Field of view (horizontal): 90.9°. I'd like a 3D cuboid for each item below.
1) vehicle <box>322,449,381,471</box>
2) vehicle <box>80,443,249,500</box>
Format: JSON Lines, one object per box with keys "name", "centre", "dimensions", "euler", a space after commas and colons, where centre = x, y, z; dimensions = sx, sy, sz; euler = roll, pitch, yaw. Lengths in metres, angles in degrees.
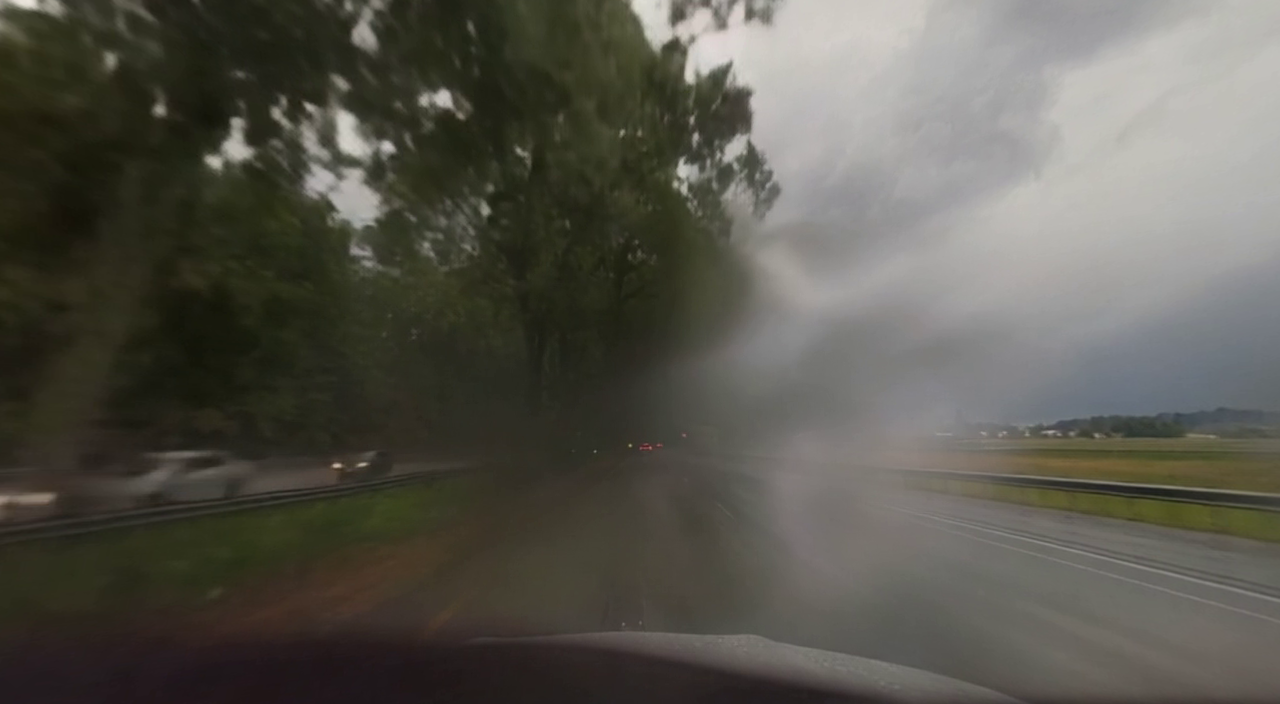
{"name": "vehicle", "centre": [-19.391, 7.260, 42.565], "dimensions": [1.946, 1.434, 4.168], "euler": [0, -9, 1]}
{"name": "vehicle", "centre": [-15.596, 3.921, 21.085], "dimensions": [2.012, 1.658, 4.590], "euler": [0, -9, 0]}
